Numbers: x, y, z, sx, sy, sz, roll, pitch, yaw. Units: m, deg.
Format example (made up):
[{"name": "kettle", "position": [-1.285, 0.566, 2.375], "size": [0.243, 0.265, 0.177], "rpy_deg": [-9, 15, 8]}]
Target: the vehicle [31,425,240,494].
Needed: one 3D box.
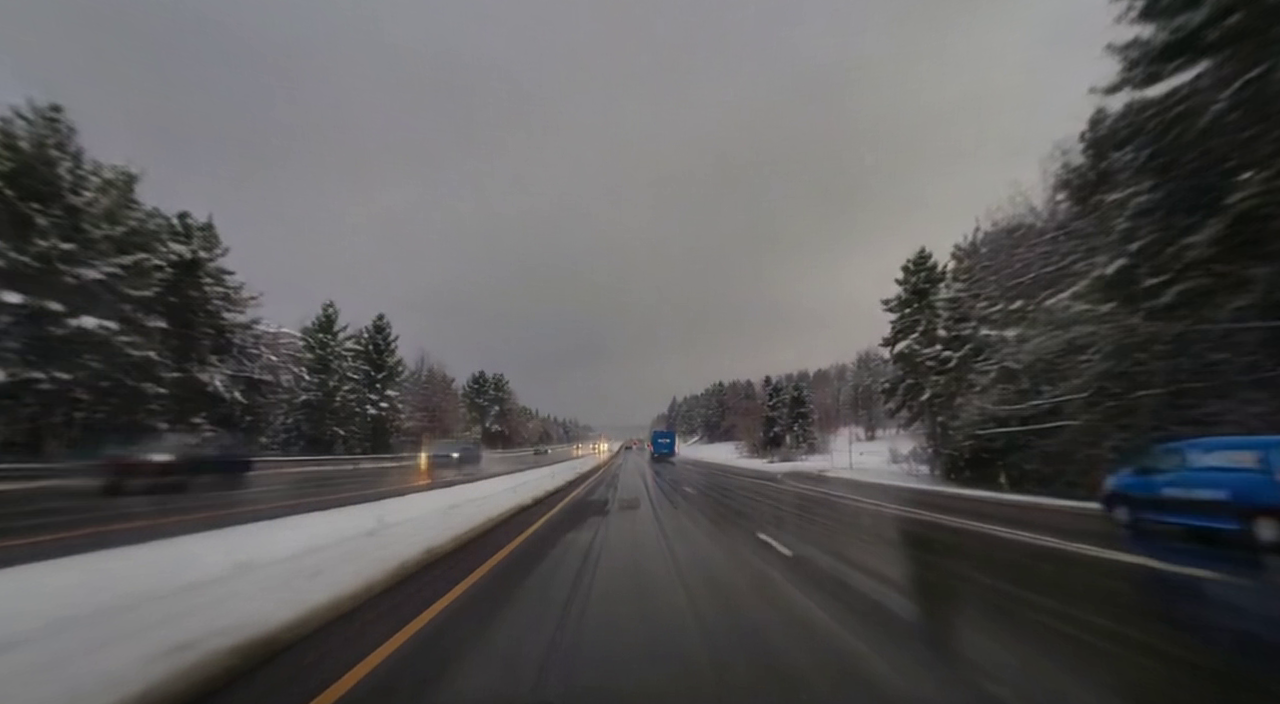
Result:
[{"name": "vehicle", "position": [-12.685, 2.759, 16.245], "size": [1.965, 1.531, 4.110], "rpy_deg": [0, -9, 0]}]

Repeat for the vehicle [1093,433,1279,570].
[{"name": "vehicle", "position": [7.904, 1.745, 7.597], "size": [1.942, 1.462, 3.926], "rpy_deg": [0, -9, 1]}]

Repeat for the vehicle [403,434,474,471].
[{"name": "vehicle", "position": [-8.727, 4.412, 27.557], "size": [1.835, 1.514, 3.837], "rpy_deg": [0, -9, 0]}]
